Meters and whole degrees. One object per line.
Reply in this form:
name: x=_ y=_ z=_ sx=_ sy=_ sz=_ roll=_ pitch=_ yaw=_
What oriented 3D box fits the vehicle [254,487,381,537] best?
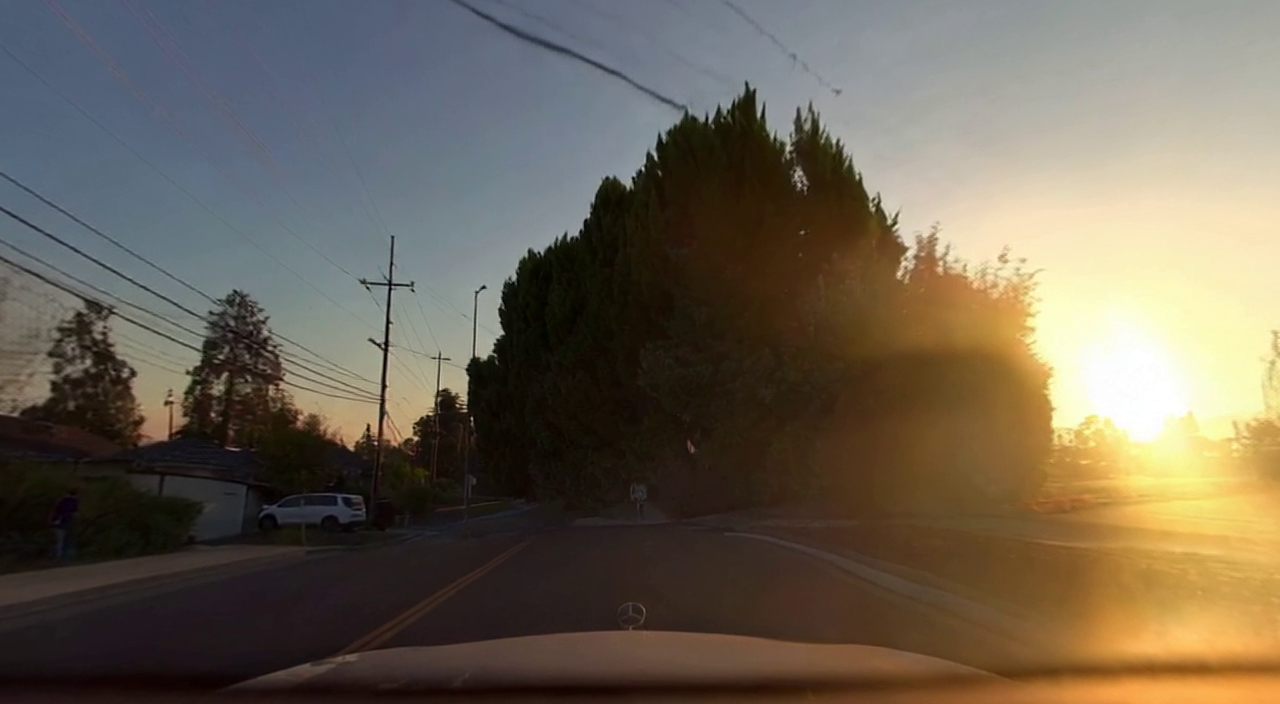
vehicle: x=-16.456 y=8.177 z=32.791 sx=2.301 sy=2.081 sz=6.706 roll=-3 pitch=-11 yaw=8
